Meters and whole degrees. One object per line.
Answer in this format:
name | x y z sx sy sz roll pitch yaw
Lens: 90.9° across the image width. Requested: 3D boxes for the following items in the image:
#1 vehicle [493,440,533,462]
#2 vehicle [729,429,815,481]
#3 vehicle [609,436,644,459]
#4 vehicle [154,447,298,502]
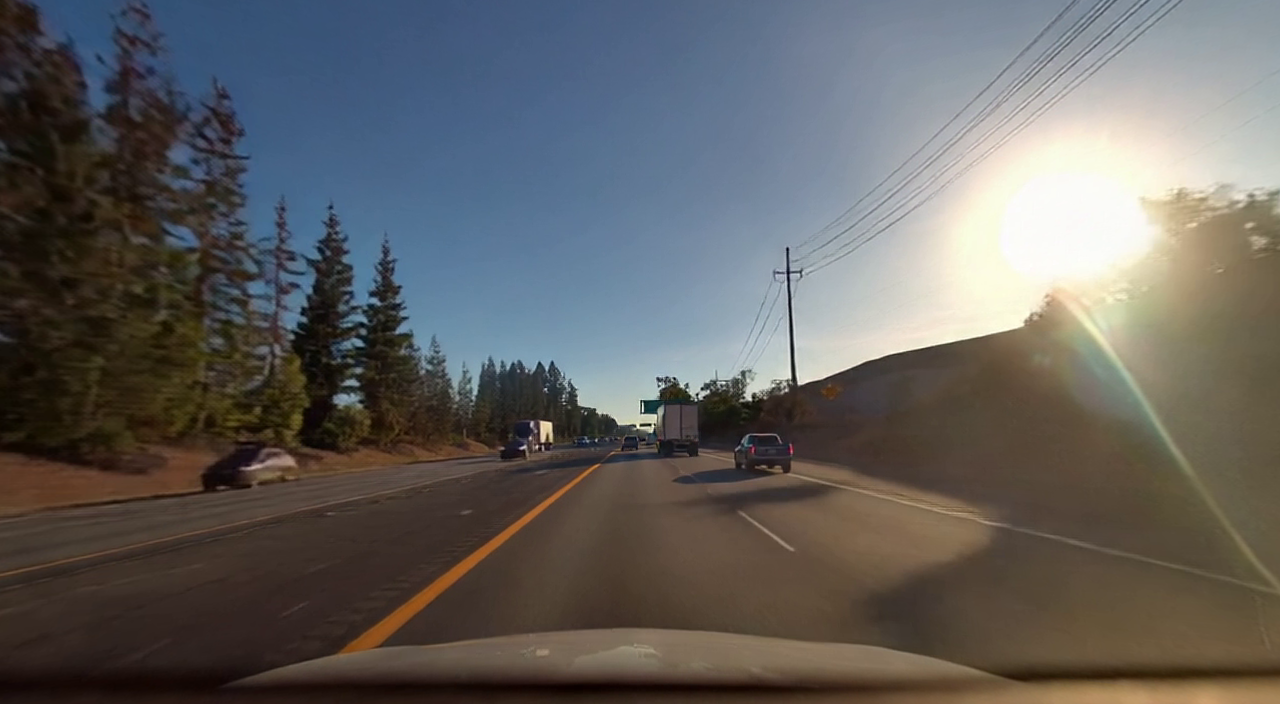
vehicle | -9.027 7.049 45.193 1.915 1.484 4.561 0 -7 0
vehicle | 4.320 3.396 21.247 1.930 1.573 3.853 0 -7 -2
vehicle | -0.871 6.235 41.349 2.163 1.466 3.693 0 -7 -1
vehicle | -13.379 3.936 20.784 1.837 1.523 4.377 0 -7 -1
